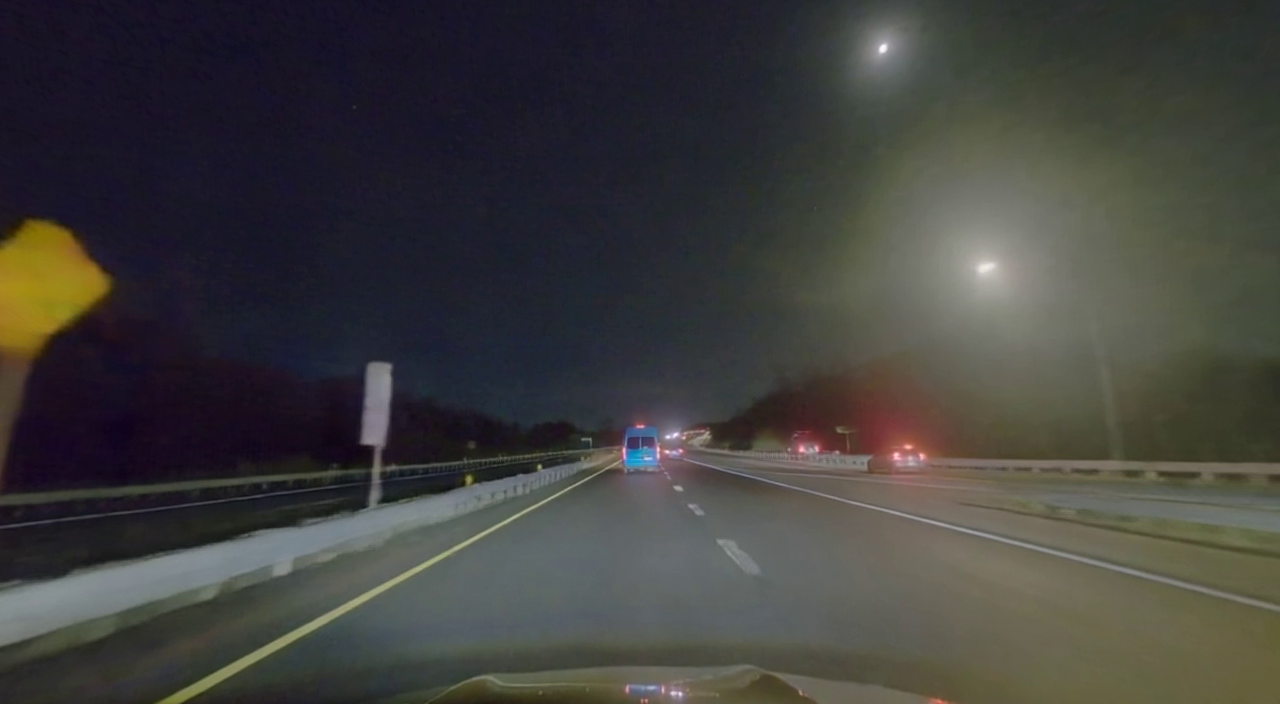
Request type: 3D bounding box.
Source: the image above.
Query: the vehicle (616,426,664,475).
[{"bbox_3d":[0.018,5.714,36.392,2.560,2.598,5.581,0,-9,0],"label":"vehicle"}]
